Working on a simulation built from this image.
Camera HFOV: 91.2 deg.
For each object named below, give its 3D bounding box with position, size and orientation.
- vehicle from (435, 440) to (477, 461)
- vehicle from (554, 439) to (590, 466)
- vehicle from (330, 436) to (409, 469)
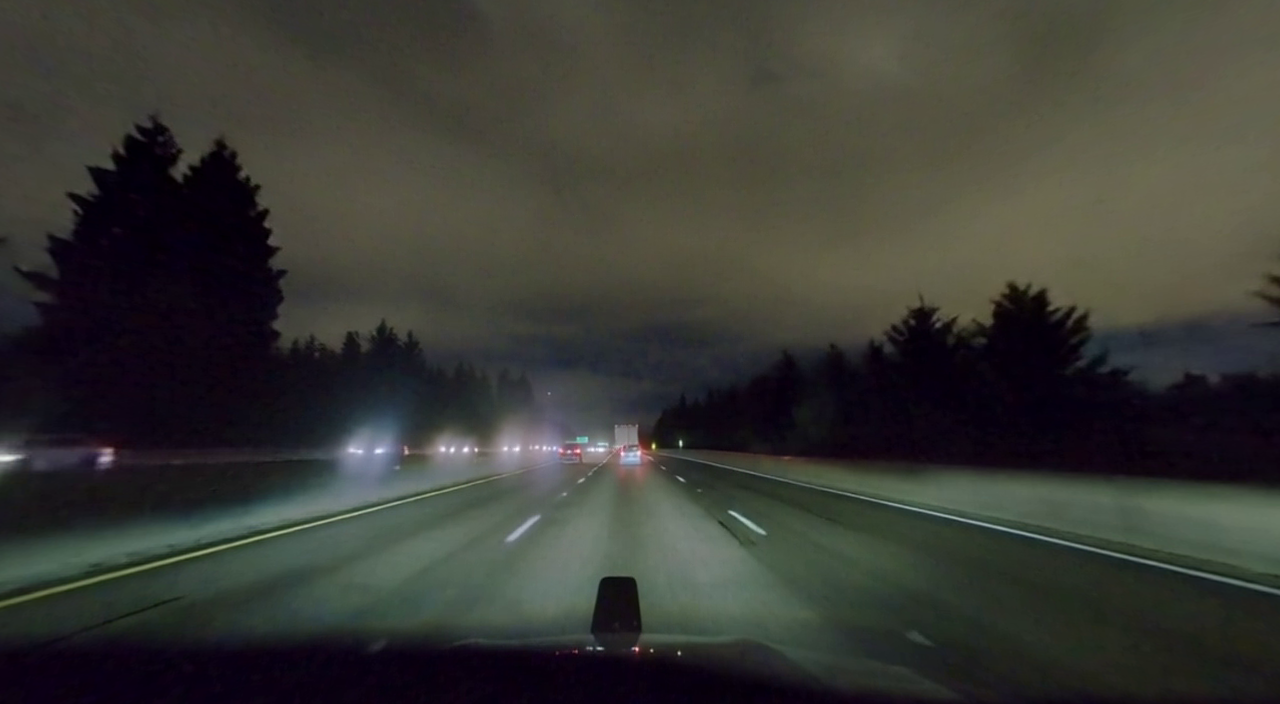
[{"bbox_3d":[-13.720,7.398,46.994,1.888,1.491,4.426,0,-9,-1],"label":"vehicle"},{"bbox_3d":[-4.607,6.866,42.811,2.098,1.692,4.038,0,-9,-2],"label":"vehicle"},{"bbox_3d":[-13.325,4.982,31.160,2.169,1.511,4.002,0,-9,0],"label":"vehicle"}]
